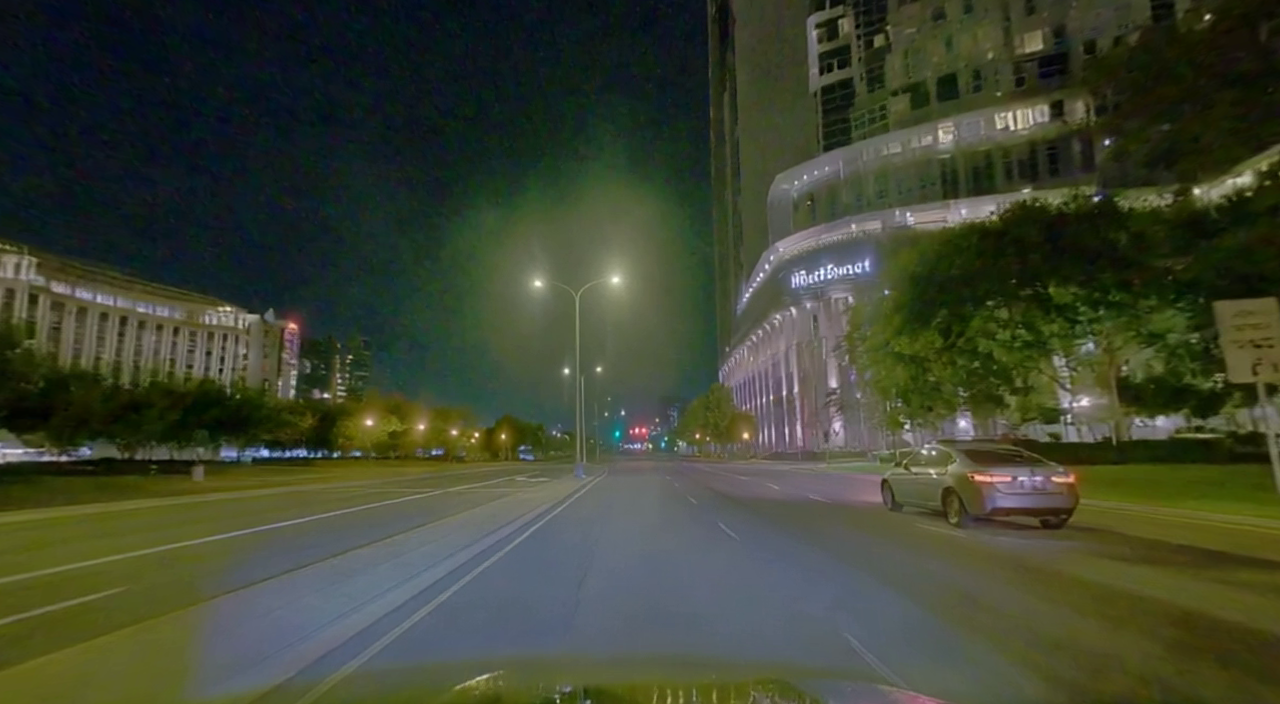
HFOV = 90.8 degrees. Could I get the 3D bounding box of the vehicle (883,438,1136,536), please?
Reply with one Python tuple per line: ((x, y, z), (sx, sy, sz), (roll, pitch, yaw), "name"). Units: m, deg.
((6.689, 2.456, 12.249), (1.913, 1.504, 4.738), (0, -8, -2), "vehicle")
